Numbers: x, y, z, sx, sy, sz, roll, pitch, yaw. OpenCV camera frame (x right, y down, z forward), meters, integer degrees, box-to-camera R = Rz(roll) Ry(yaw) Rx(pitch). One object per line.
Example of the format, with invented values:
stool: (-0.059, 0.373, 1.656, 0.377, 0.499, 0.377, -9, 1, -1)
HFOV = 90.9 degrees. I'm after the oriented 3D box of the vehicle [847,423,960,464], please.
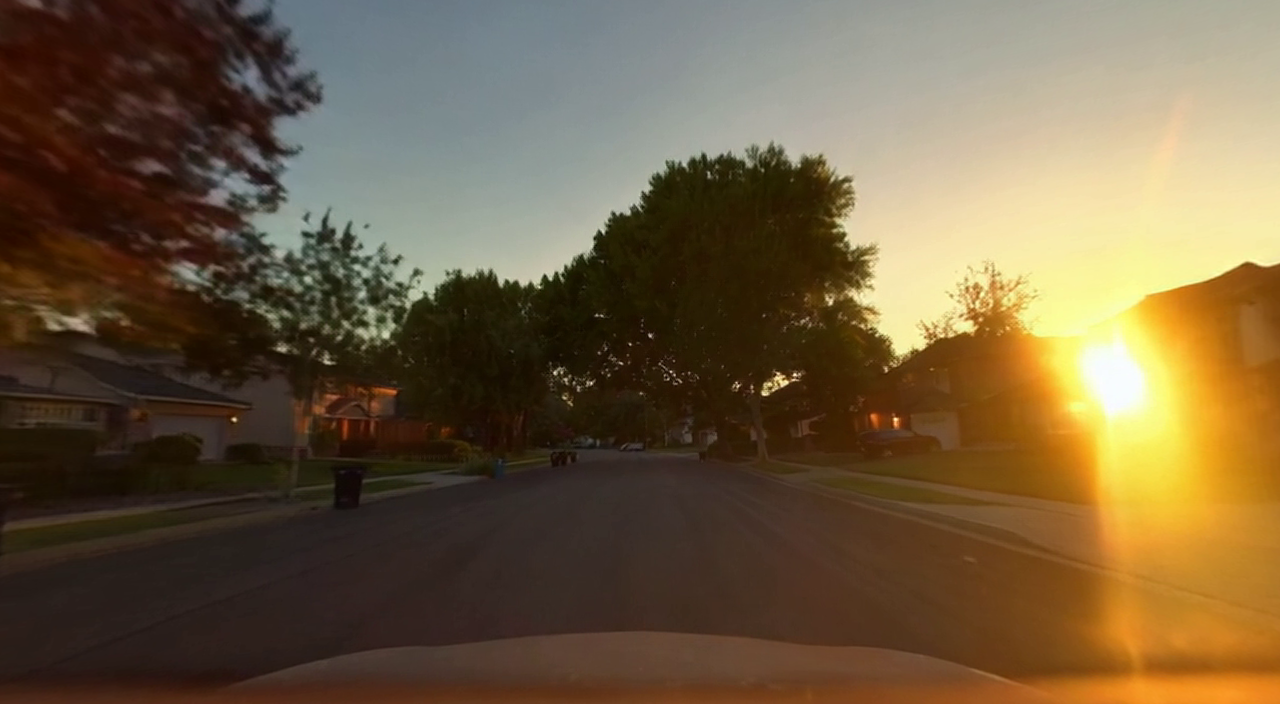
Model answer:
vehicle: (12.684, 4.449, 30.528, 4.581, 1.853, 2.024, 2, -9, -7)
